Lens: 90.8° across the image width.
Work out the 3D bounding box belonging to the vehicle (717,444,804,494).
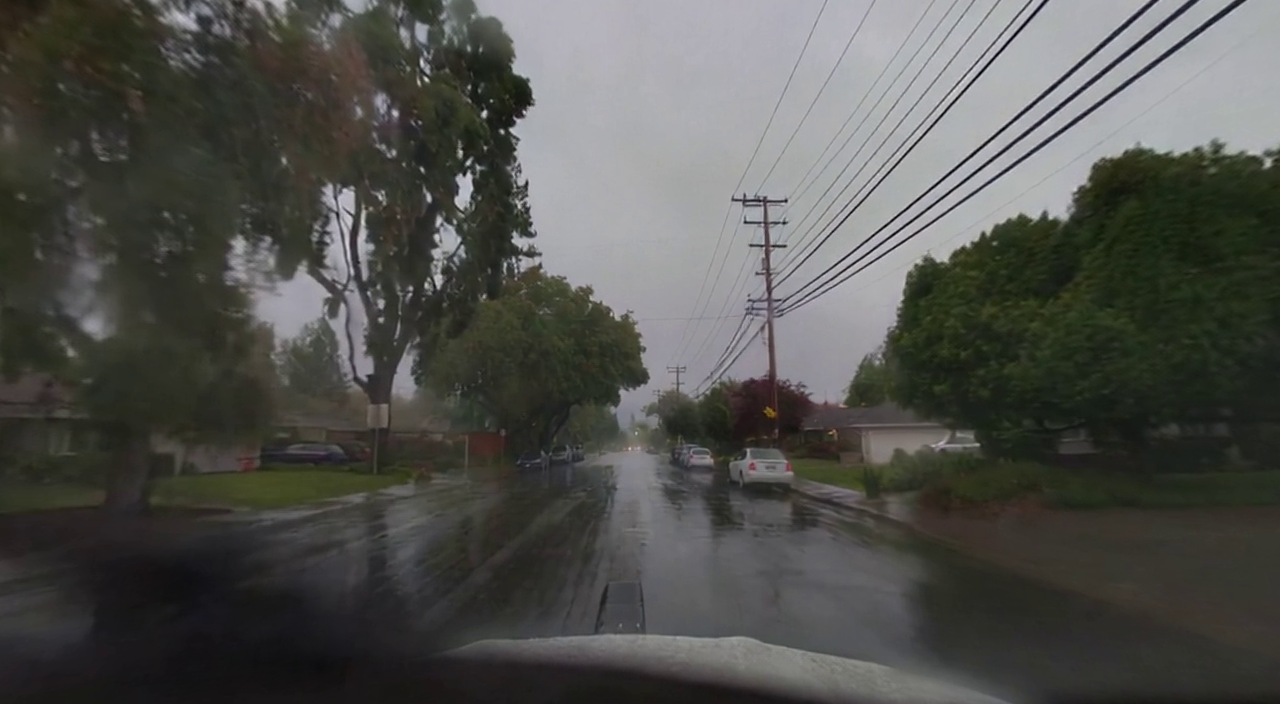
[{"bbox_3d":[3.719,3.682,20.239,1.782,1.439,4.037,0,-9,-3],"label":"vehicle"}]

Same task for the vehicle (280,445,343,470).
[{"bbox_3d":[-20.377,6.544,39.375,1.791,1.500,3.846,0,-9,1],"label":"vehicle"}]

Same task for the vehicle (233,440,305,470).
[{"bbox_3d":[-23.243,6.481,39.783,1.879,1.761,4.199,0,-9,1],"label":"vehicle"}]

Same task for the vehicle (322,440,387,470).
[{"bbox_3d":[-17.987,6.514,40.049,1.925,1.750,4.489,0,-9,1],"label":"vehicle"}]

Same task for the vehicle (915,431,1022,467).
[{"bbox_3d":[16.718,4.972,32.321,4.355,1.674,1.914,-1,-9,1],"label":"vehicle"}]

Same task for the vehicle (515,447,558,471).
[{"bbox_3d":[-6.616,6.886,40.801,2.031,1.454,4.410,0,-9,-1],"label":"vehicle"}]

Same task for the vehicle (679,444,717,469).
[{"bbox_3d":[3.511,6.432,38.890,1.763,1.432,4.323,0,-9,-2],"label":"vehicle"}]
